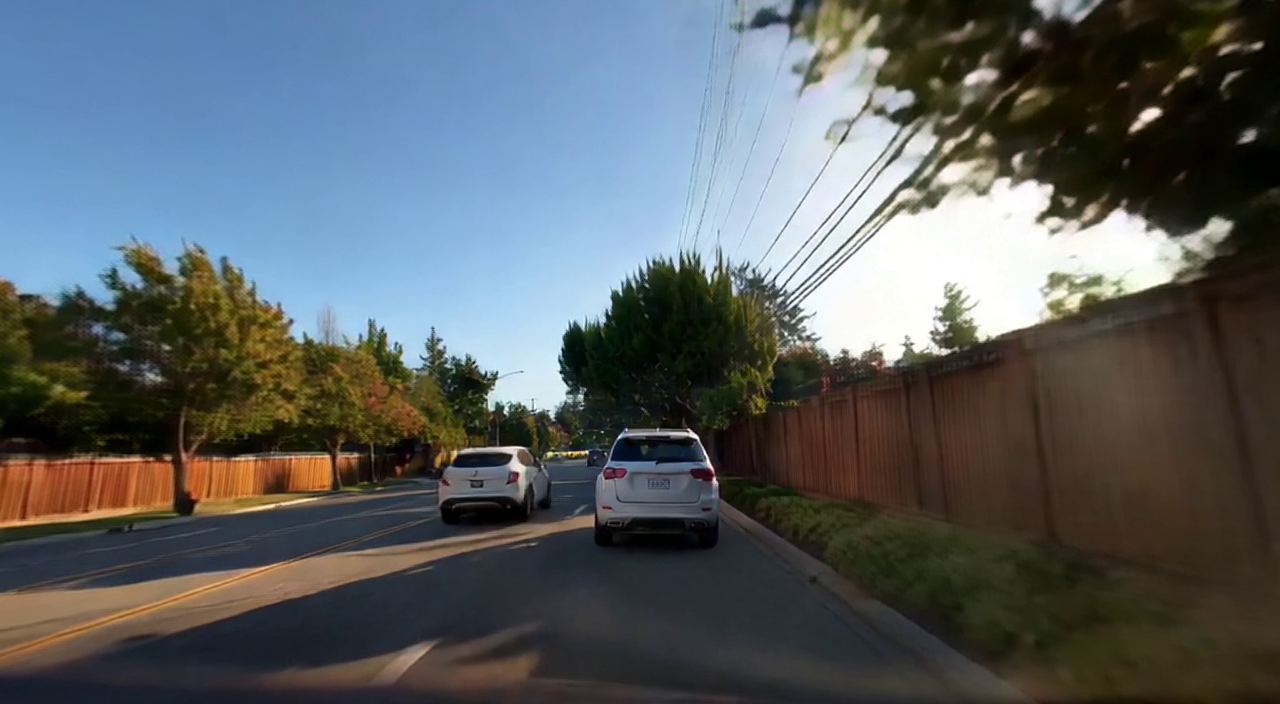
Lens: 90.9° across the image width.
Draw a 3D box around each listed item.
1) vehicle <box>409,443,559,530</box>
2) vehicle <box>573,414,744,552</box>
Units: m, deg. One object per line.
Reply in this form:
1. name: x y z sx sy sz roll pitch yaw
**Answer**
1. vehicle: -2.971 2.636 12.998 1.979 1.489 4.006 0 -9 1
2. vehicle: 0.244 1.992 10.189 2.174 1.749 4.113 0 -9 0
